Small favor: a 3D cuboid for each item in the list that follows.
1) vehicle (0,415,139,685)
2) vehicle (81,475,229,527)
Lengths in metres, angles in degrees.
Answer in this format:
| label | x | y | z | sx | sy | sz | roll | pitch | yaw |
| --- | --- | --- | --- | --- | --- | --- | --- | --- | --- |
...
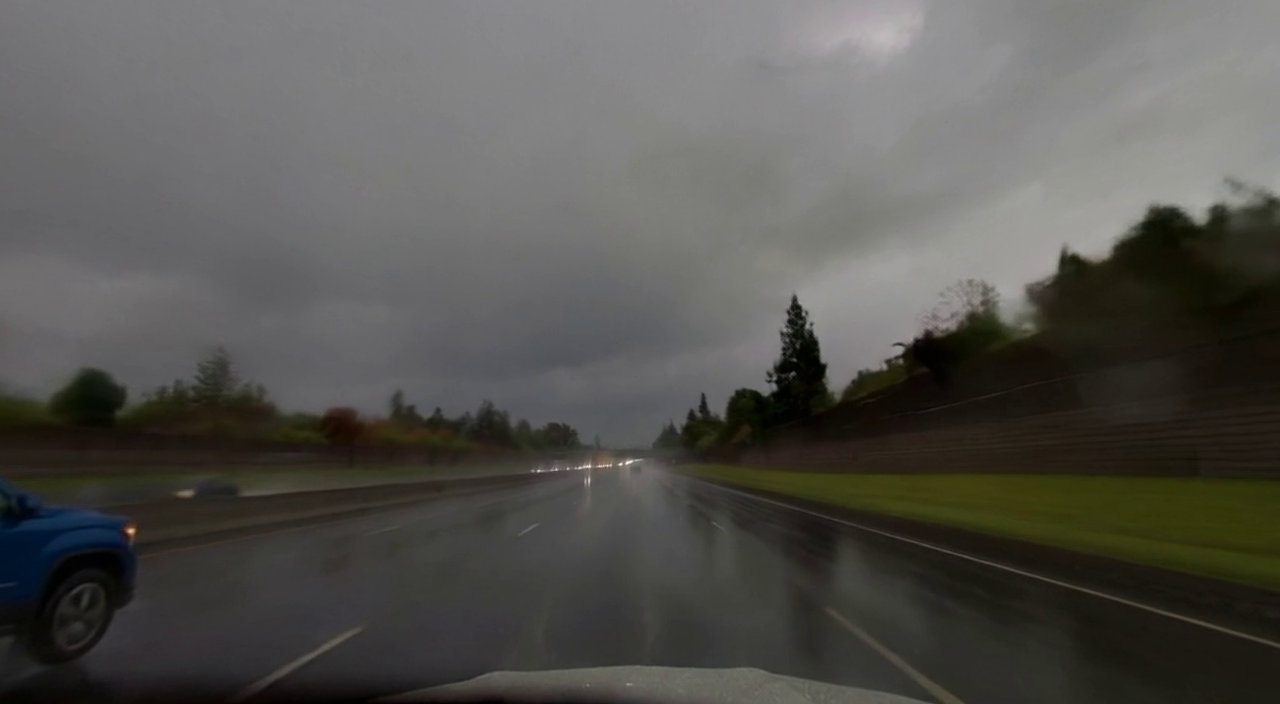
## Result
| label | x | y | z | sx | sy | sz | roll | pitch | yaw |
| --- | --- | --- | --- | --- | --- | --- | --- | --- | --- |
| vehicle | -4.622 | 0.927 | 2.503 | 1.914 | 1.534 | 4.015 | 1 | -10 | -1 |
| vehicle | -16.518 | 5.072 | 21.777 | 1.847 | 1.527 | 4.084 | 1 | -10 | -1 |
